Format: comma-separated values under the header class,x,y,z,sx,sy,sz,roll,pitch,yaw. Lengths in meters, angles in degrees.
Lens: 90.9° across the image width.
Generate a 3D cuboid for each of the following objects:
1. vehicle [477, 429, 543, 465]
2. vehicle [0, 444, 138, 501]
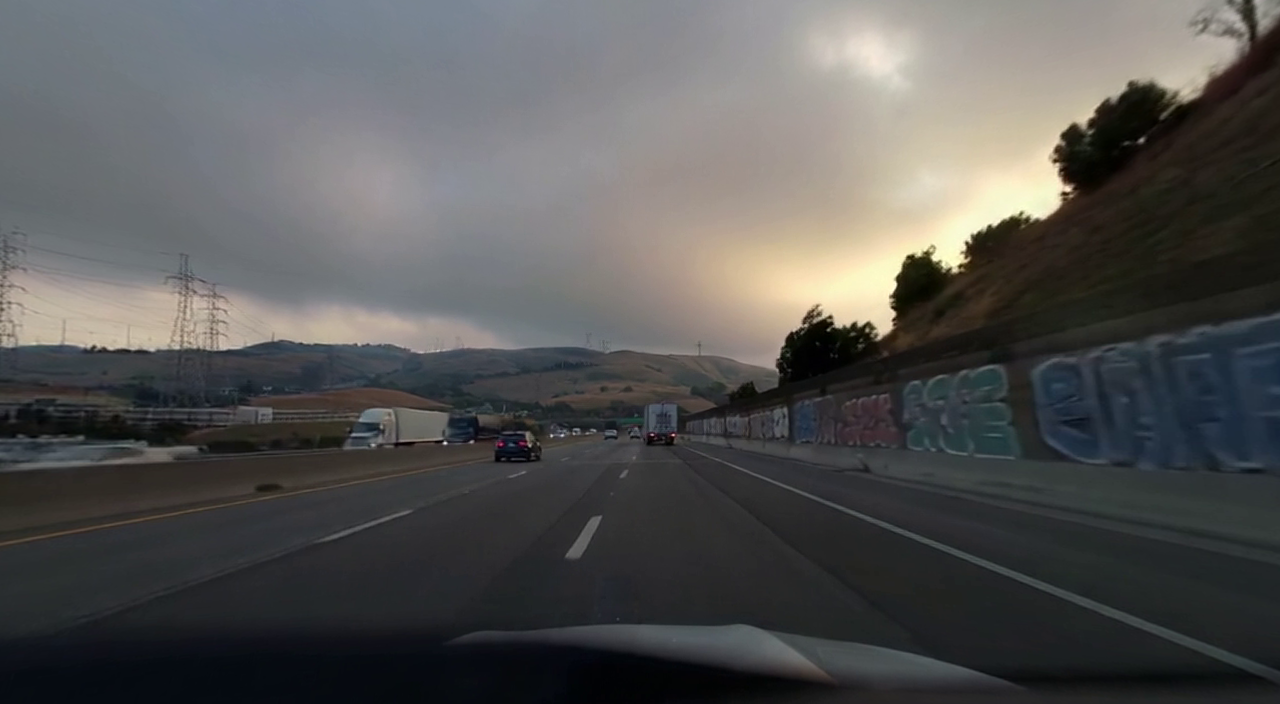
class,x,y,z,sx,sy,sz,roll,pitch,yaw
vehicle,-5.740,4.228,28.351,1.965,1.486,4.448,0,-8,1
vehicle,-17.174,3.409,18.337,1.781,1.409,3.993,0,-8,0
